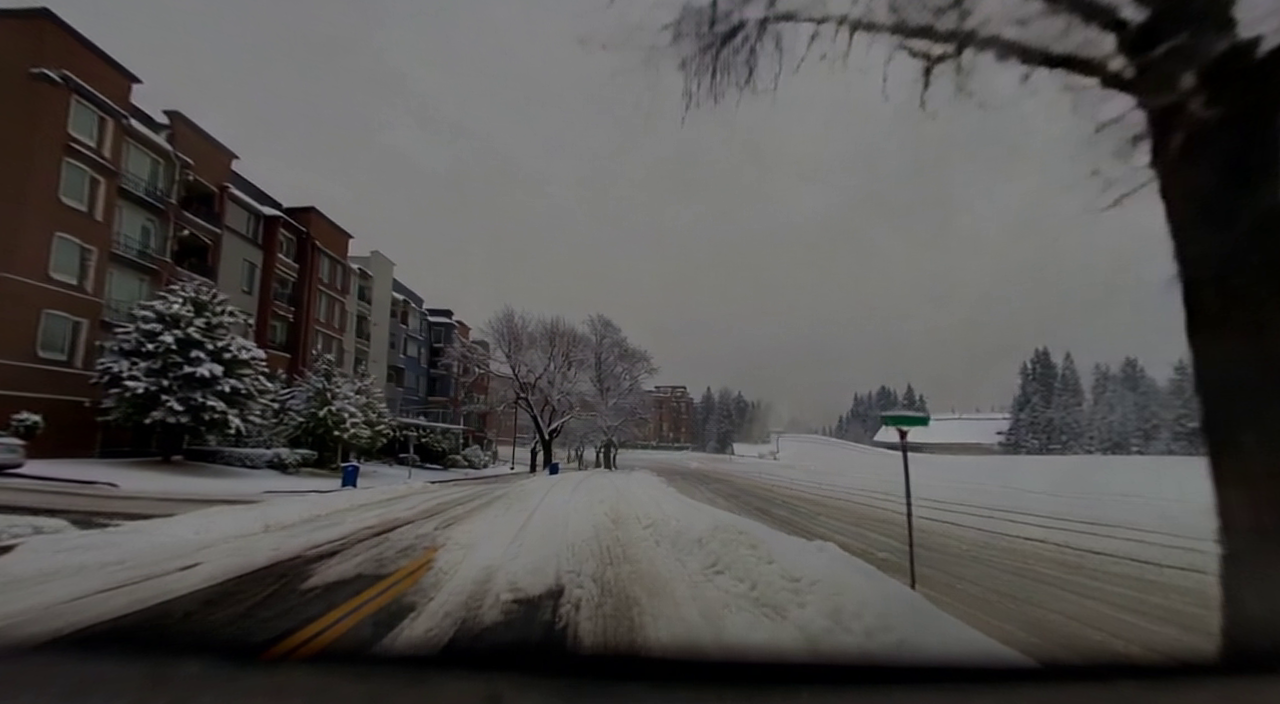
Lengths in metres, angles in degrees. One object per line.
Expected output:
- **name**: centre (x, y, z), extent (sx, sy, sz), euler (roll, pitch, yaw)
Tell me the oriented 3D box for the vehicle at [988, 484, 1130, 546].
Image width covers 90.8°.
- **vehicle**: centre (16.843, 6.524, 25.803), extent (2.144, 1.939, 4.973), euler (0, -9, -3)
